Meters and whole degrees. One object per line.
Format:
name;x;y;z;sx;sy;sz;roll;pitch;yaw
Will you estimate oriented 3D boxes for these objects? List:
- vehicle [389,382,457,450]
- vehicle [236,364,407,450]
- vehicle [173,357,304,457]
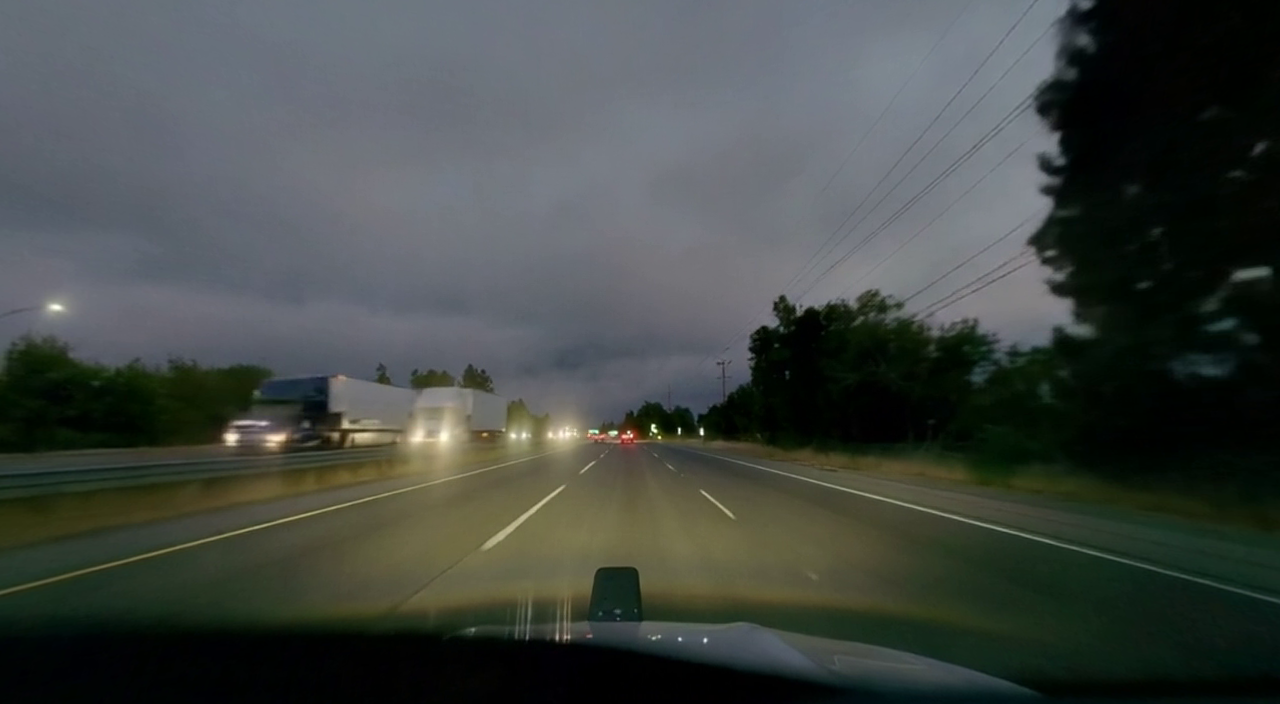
vehicle;-12.974;3.893;37.907;2.997;3.954;2.796;0;-8;-1
vehicle;-17.114;3.408;35.731;2.755;3.934;13.872;0;-8;-1
vehicle;-16.940;2.406;26.908;3.035;3.958;3.564;0;-8;-1
